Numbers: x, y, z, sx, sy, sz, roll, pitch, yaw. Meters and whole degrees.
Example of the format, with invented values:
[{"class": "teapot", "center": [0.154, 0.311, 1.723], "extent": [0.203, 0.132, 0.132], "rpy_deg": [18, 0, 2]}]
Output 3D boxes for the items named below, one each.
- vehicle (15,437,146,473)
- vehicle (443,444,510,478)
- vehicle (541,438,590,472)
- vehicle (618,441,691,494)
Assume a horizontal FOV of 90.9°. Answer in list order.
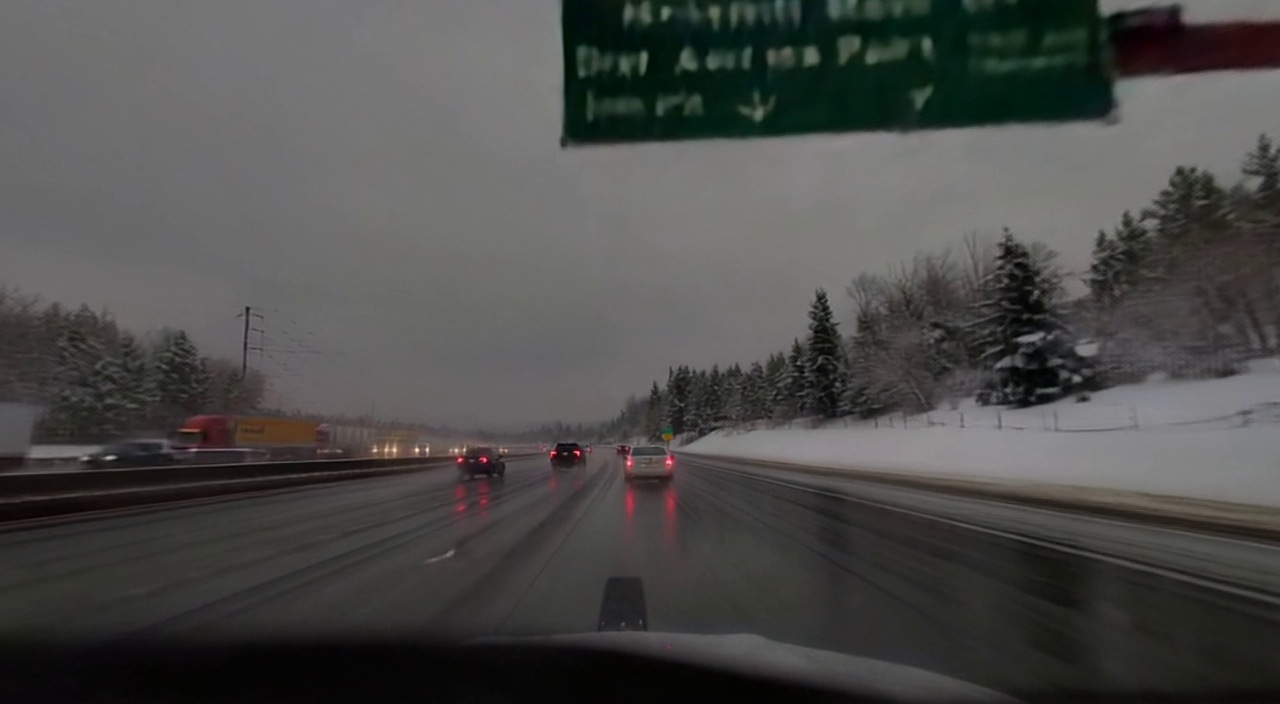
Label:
[{"class": "vehicle", "center": [-31.023, 5.692, 35.304], "extent": [2.303, 1.824, 5.757], "rpy_deg": [0, -8, -3]}, {"class": "vehicle", "center": [-7.578, 5.089, 29.767], "extent": [1.974, 1.464, 4.733], "rpy_deg": [0, -8, -1]}, {"class": "vehicle", "center": [-4.051, 5.691, 35.141], "extent": [2.289, 1.777, 4.534], "rpy_deg": [0, -8, -2]}, {"class": "vehicle", "center": [0.361, 3.605, 20.098], "extent": [2.082, 1.482, 4.126], "rpy_deg": [0, -8, -2]}]
